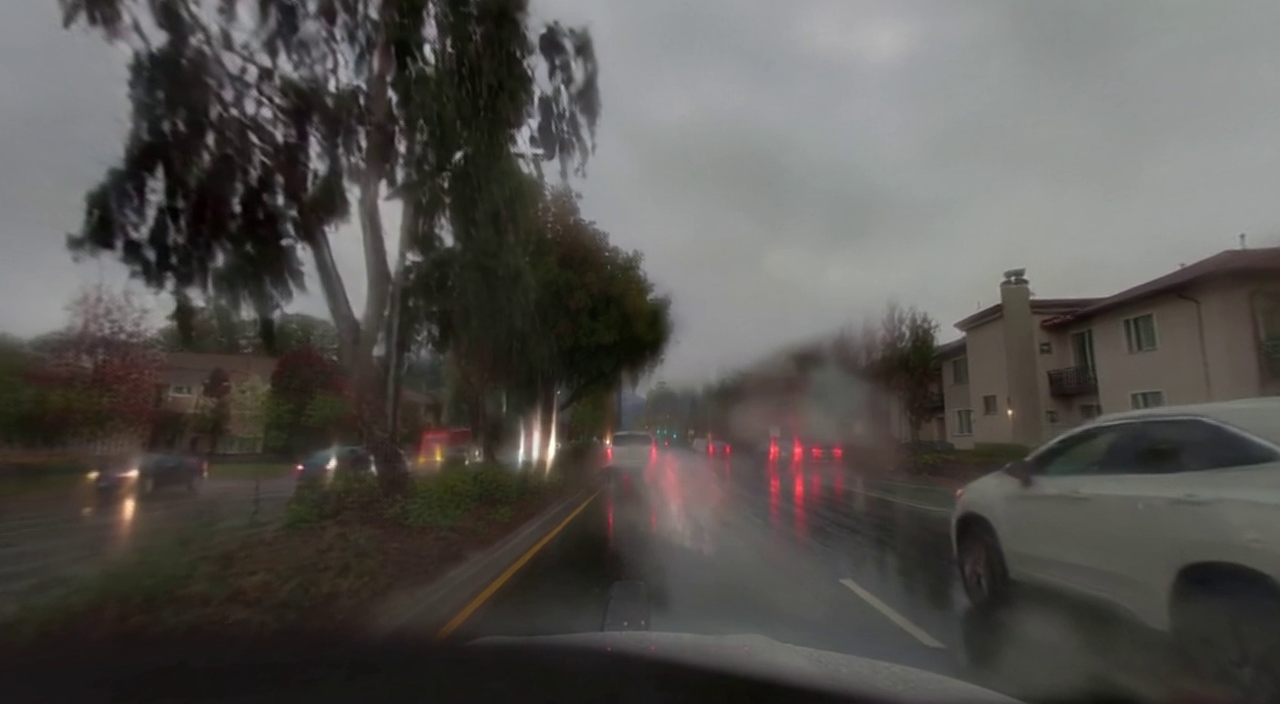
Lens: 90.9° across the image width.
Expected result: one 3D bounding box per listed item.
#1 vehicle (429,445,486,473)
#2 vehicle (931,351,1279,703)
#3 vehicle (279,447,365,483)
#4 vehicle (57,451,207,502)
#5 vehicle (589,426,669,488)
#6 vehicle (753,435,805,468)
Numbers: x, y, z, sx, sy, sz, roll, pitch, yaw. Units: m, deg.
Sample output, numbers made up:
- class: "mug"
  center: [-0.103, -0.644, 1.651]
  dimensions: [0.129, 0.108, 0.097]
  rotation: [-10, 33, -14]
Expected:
- class: "vehicle"
  center: [-10.317, 6.035, 35.959]
  dimensions: [1.907, 1.471, 4.410]
  rotation: [0, -8, 1]
- class: "vehicle"
  center: [3.879, 1.014, 3.871]
  dimensions: [2.100, 1.689, 4.501]
  rotation: [0, -8, 1]
- class: "vehicle"
  center: [-16.388, 5.803, 32.823]
  dimensions: [1.972, 1.723, 4.608]
  rotation: [0, -8, 1]
- class: "vehicle"
  center: [-20.339, 4.965, 25.577]
  dimensions: [2.001, 1.788, 4.776]
  rotation: [0, -8, 1]
- class: "vehicle"
  center: [-0.324, 3.426, 20.826]
  dimensions: [2.332, 1.798, 4.546]
  rotation: [0, -8, 0]
- class: "vehicle"
  center: [7.722, 5.599, 35.455]
  dimensions: [1.971, 1.722, 4.341]
  rotation: [0, -8, 0]
